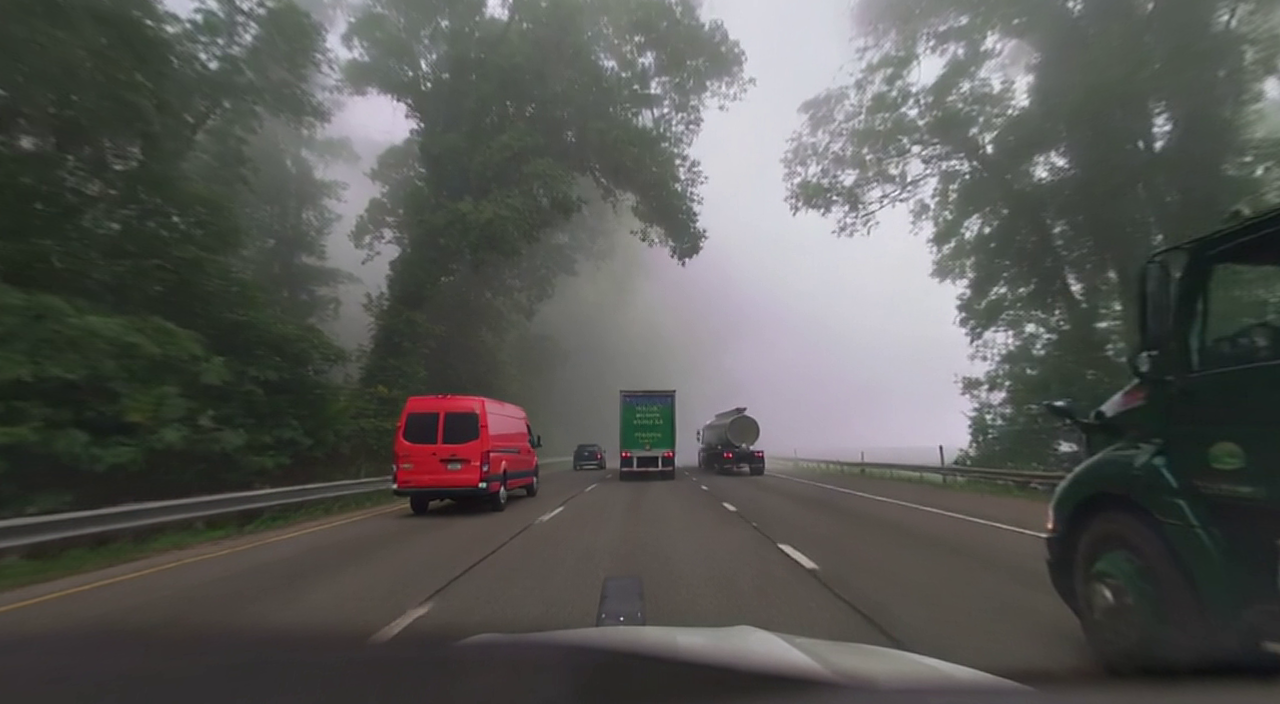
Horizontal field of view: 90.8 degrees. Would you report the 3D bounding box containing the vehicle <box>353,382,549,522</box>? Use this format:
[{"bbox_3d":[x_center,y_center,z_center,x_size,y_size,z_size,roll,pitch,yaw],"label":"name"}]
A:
[{"bbox_3d":[-3.952,2.297,14.870,2.525,2.572,6.260,0,-8,1],"label":"vehicle"}]

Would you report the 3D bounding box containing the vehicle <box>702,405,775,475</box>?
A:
[{"bbox_3d":[5.479,5.229,37.298,2.706,3.500,11.483,0,-8,1],"label":"vehicle"}]

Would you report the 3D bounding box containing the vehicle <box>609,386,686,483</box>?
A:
[{"bbox_3d":[0.135,3.667,27.210,2.773,3.455,9.118,0,-9,-2],"label":"vehicle"}]

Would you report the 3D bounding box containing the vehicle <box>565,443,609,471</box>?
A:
[{"bbox_3d":[-3.202,6.475,39.142,2.134,1.652,4.439,0,-8,3],"label":"vehicle"}]
